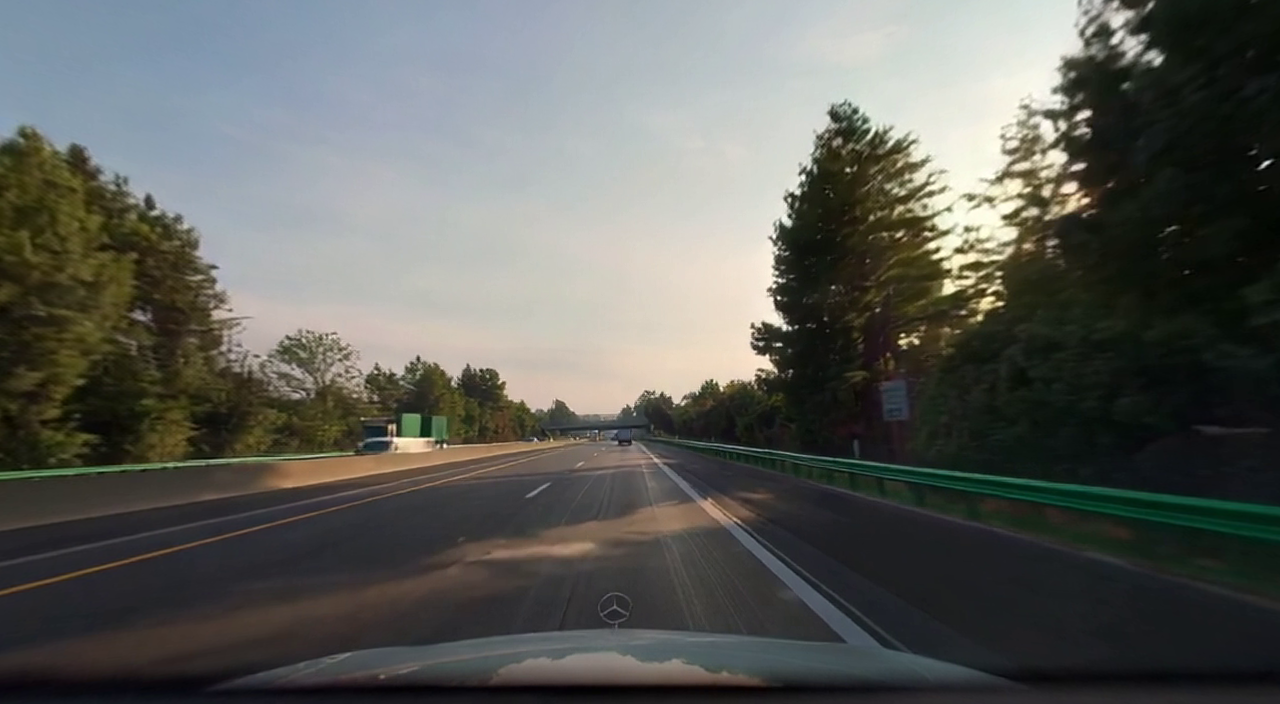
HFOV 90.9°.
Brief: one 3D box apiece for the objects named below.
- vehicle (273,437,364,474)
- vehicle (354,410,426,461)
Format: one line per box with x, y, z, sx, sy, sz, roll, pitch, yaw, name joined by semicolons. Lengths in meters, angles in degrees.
-13.134;4.233;26.002;1.734;1.379;3.833;0;-7;-1;vehicle
-17.921;6.009;45.539;2.903;3.412;5.821;0;-7;-2;vehicle
